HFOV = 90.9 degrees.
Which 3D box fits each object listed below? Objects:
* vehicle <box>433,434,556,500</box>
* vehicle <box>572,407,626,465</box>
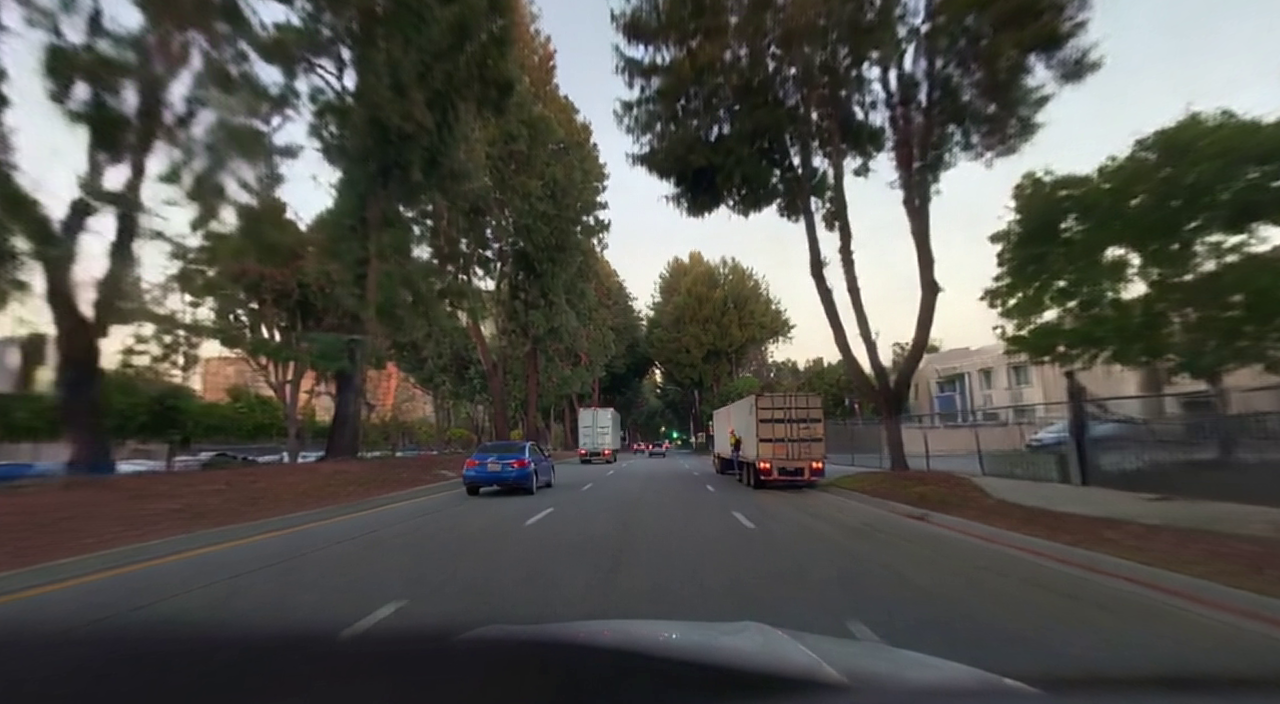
[{"bbox_3d":[-3.565,2.903,16.372,2.005,1.462,4.345,0,-8,2],"label":"vehicle"},{"bbox_3d":[-2.430,5.443,40.450,2.746,3.276,8.572,0,-8,1],"label":"vehicle"}]
